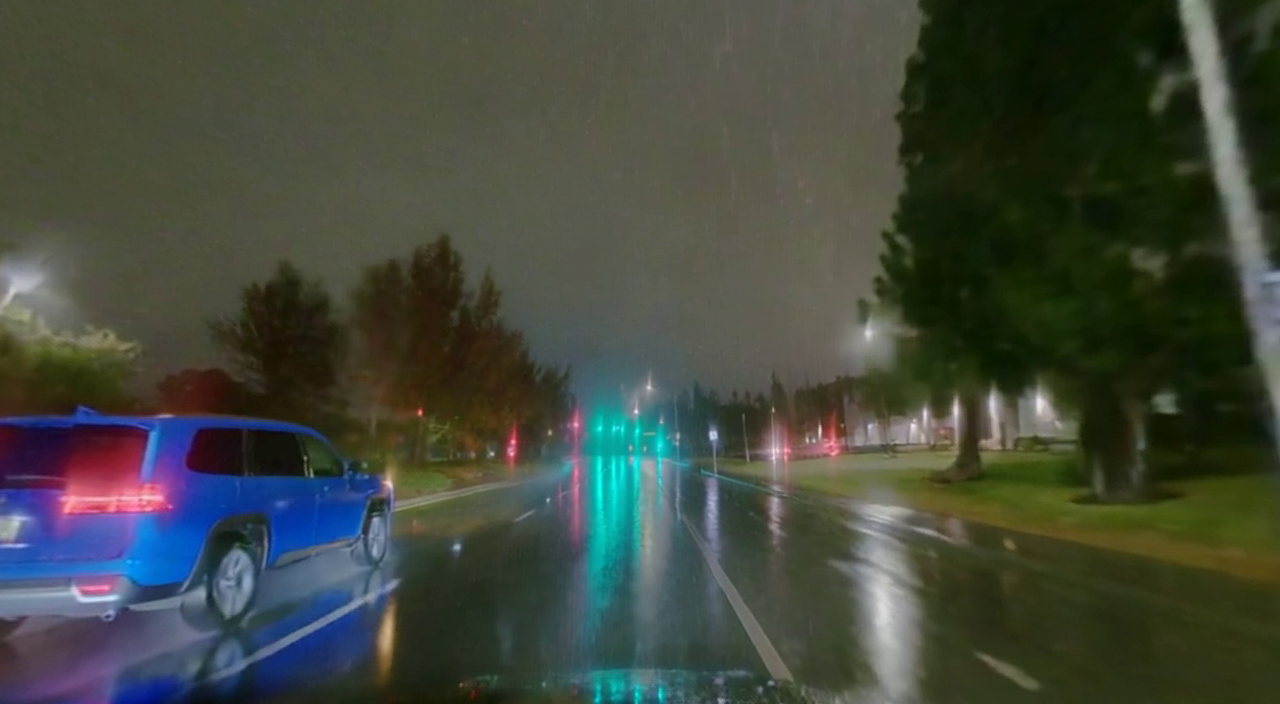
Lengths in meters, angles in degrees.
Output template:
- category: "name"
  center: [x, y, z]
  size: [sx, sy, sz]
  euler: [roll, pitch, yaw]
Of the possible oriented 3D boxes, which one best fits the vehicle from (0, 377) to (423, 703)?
- category: "vehicle"
  center: [-3.706, 1.323, 5.403]
  size: [2.121, 1.724, 4.392]
  euler: [0, -9, 0]
